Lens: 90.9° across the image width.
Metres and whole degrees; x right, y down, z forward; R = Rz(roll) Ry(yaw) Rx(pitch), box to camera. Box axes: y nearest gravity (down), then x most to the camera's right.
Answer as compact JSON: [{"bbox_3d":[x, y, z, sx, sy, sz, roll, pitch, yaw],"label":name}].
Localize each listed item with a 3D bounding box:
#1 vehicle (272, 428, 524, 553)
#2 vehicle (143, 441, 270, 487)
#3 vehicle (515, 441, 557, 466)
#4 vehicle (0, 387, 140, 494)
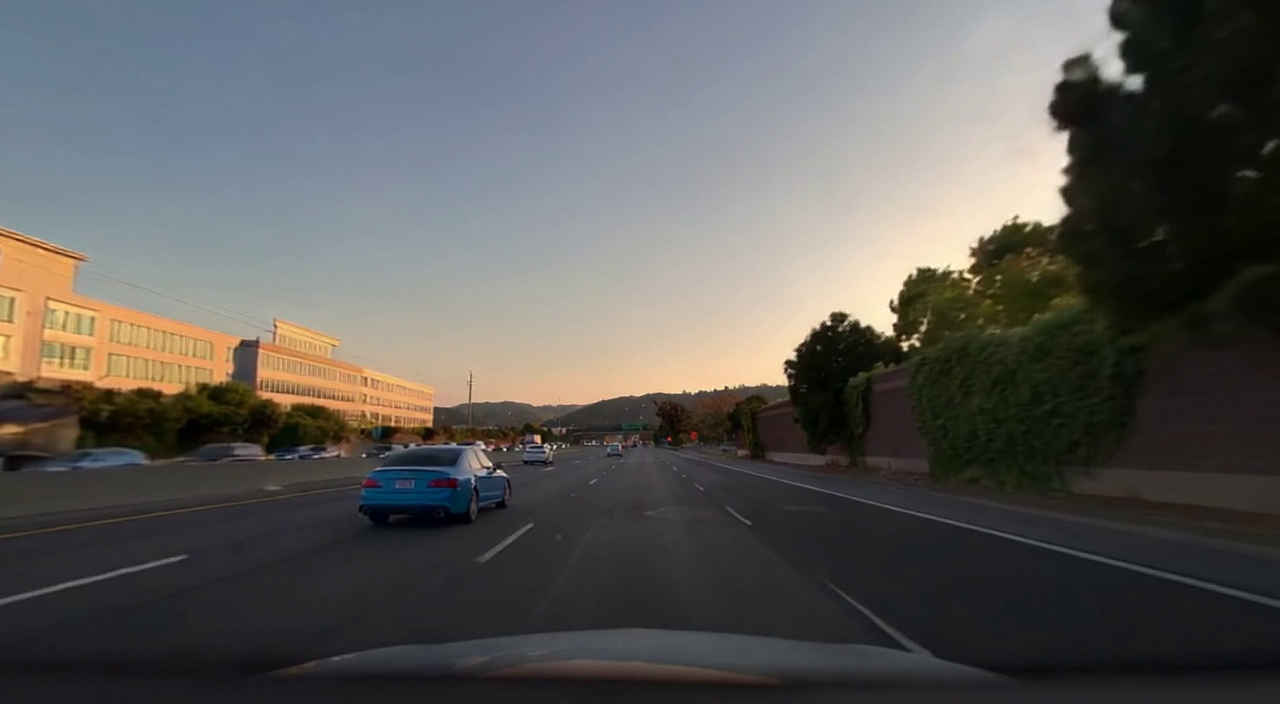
[{"bbox_3d":[-3.536,2.132,10.526,2.144,1.565,4.951,-1,-9,1],"label":"vehicle"},{"bbox_3d":[-17.140,4.431,25.253,1.924,1.626,4.359,0,-9,1],"label":"vehicle"},{"bbox_3d":[-7.234,7.105,44.209,2.118,1.675,4.395,0,-9,1],"label":"vehicle"},{"bbox_3d":[-24.755,3.385,23.982,2.925,3.853,10.259,0,-9,0],"label":"vehicle"}]
